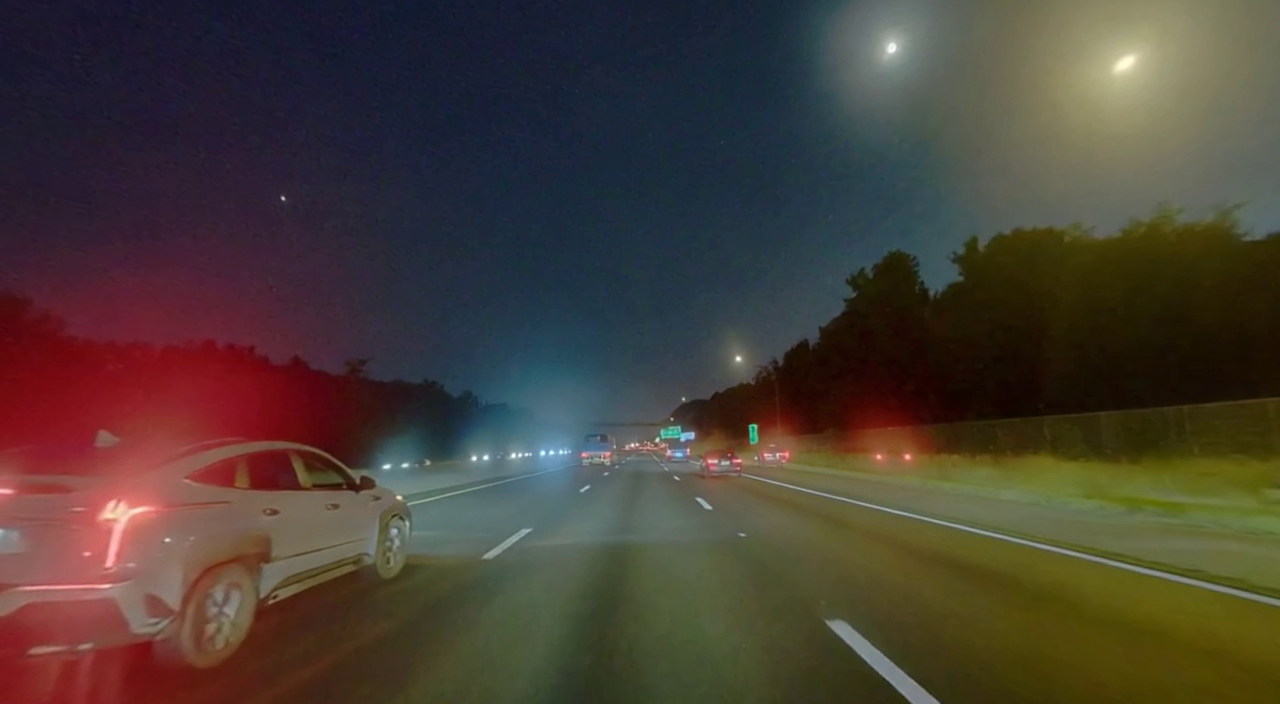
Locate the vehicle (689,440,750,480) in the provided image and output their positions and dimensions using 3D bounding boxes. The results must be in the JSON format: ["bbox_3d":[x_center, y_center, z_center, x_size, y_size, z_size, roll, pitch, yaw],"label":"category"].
[{"bbox_3d":[3.276,4.583,26.845,1.983,1.545,4.038,0,-9,-2],"label":"vehicle"}]

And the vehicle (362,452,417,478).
[{"bbox_3d":[-15.079,6.810,38.109,1.714,1.476,3.729,0,-9,1],"label":"vehicle"}]

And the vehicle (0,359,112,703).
[{"bbox_3d":[-3.955,0.633,1.176,2.093,1.705,4.392,0,-9,0],"label":"vehicle"}]

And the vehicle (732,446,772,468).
[{"bbox_3d":[7.772,7.314,44.019,1.876,1.475,4.185,0,-9,-1],"label":"vehicle"}]
